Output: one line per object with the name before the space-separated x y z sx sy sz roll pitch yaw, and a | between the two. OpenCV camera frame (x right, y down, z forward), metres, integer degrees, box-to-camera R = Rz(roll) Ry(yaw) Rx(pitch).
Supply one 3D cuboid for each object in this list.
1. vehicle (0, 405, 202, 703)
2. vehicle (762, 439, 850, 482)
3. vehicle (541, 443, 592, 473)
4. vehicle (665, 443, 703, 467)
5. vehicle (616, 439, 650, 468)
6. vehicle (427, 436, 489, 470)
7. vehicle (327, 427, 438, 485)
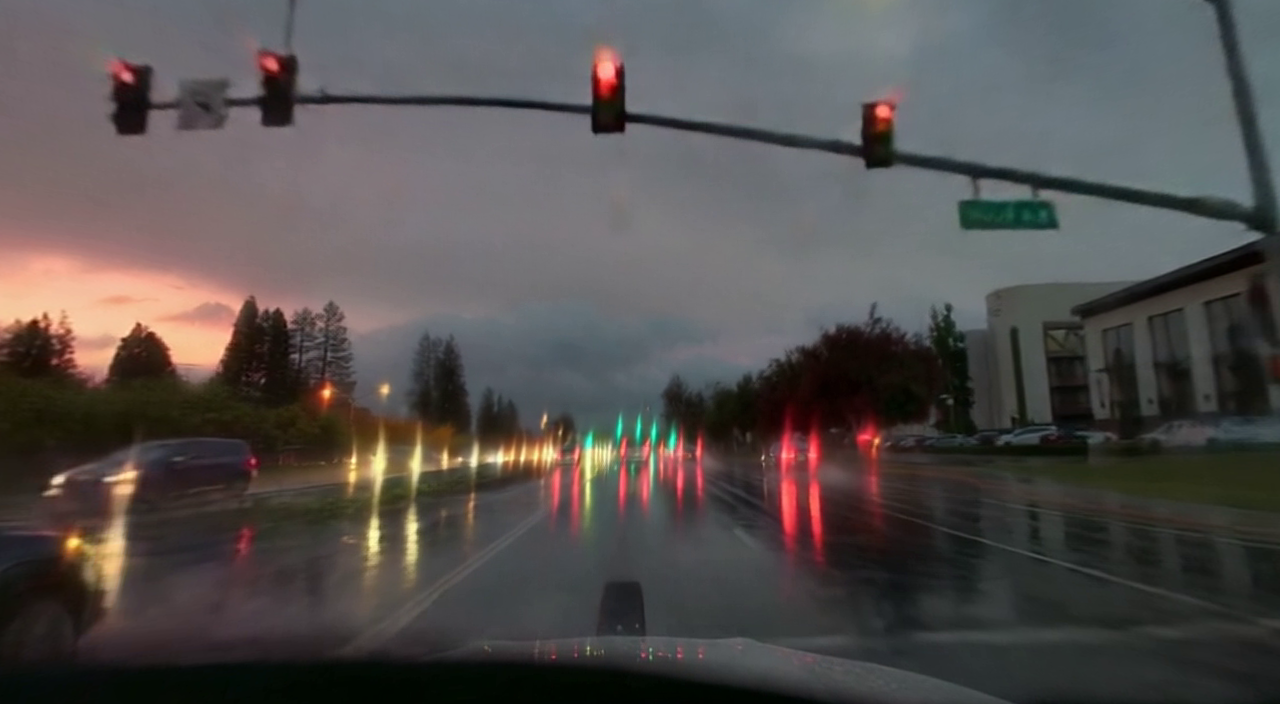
vehicle | -3.706 0.824 1.653 2.018 1.476 4.364 0 -8 -1
vehicle | 6.202 4.113 24.241 2.028 1.451 4.625 0 -8 -2
vehicle | -3.772 5.533 33.224 2.163 1.474 4.413 0 -8 0
vehicle | 2.761 6.598 40.716 2.014 1.430 4.103 0 -8 -2
vehicle | -0.412 6.321 39.442 2.008 1.716 4.125 0 -8 0
vehicle | -9.490 5.304 33.300 2.026 1.639 4.496 0 -8 -1
vehicle | -9.271 3.739 23.236 2.185 1.752 4.599 -4 -8 0
